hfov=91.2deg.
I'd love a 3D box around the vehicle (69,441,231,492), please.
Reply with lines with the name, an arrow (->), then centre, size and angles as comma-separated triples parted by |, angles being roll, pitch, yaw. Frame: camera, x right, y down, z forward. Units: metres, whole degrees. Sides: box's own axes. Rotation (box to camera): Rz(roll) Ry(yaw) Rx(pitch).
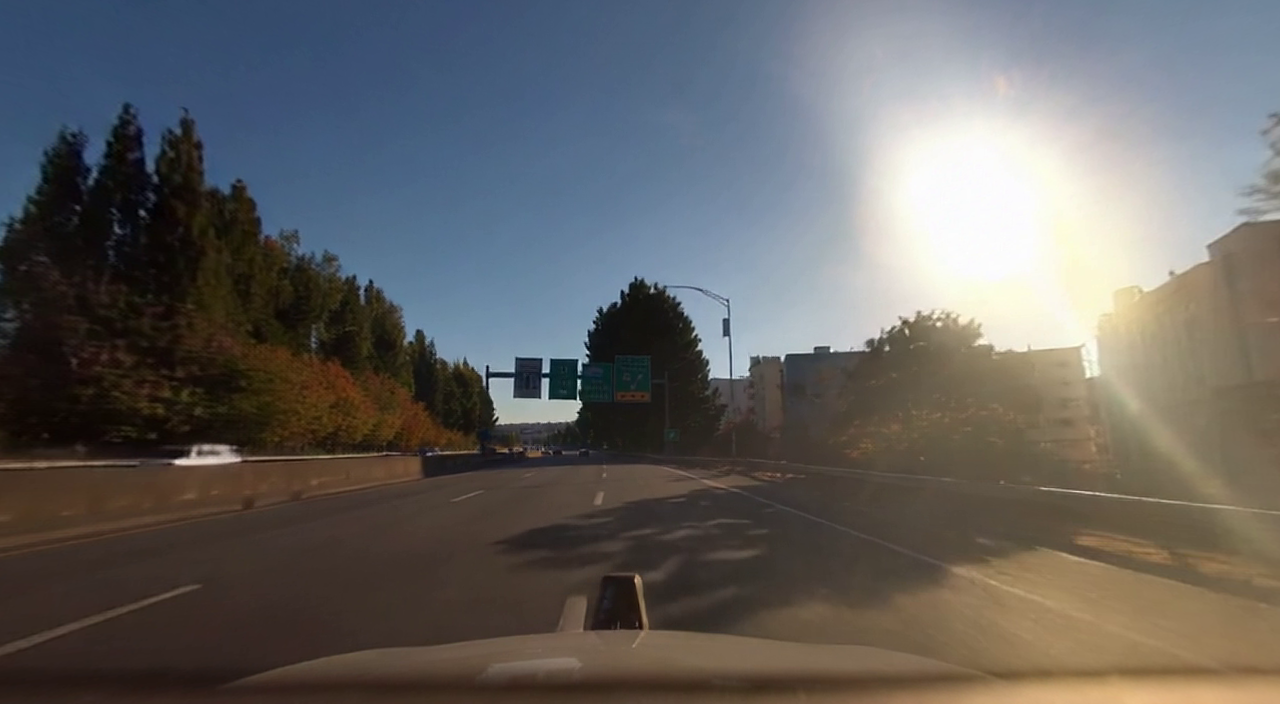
vehicle -> -15.797, 3.696, 20.577 | 1.821, 1.465, 4.446 | 0, -9, -2
